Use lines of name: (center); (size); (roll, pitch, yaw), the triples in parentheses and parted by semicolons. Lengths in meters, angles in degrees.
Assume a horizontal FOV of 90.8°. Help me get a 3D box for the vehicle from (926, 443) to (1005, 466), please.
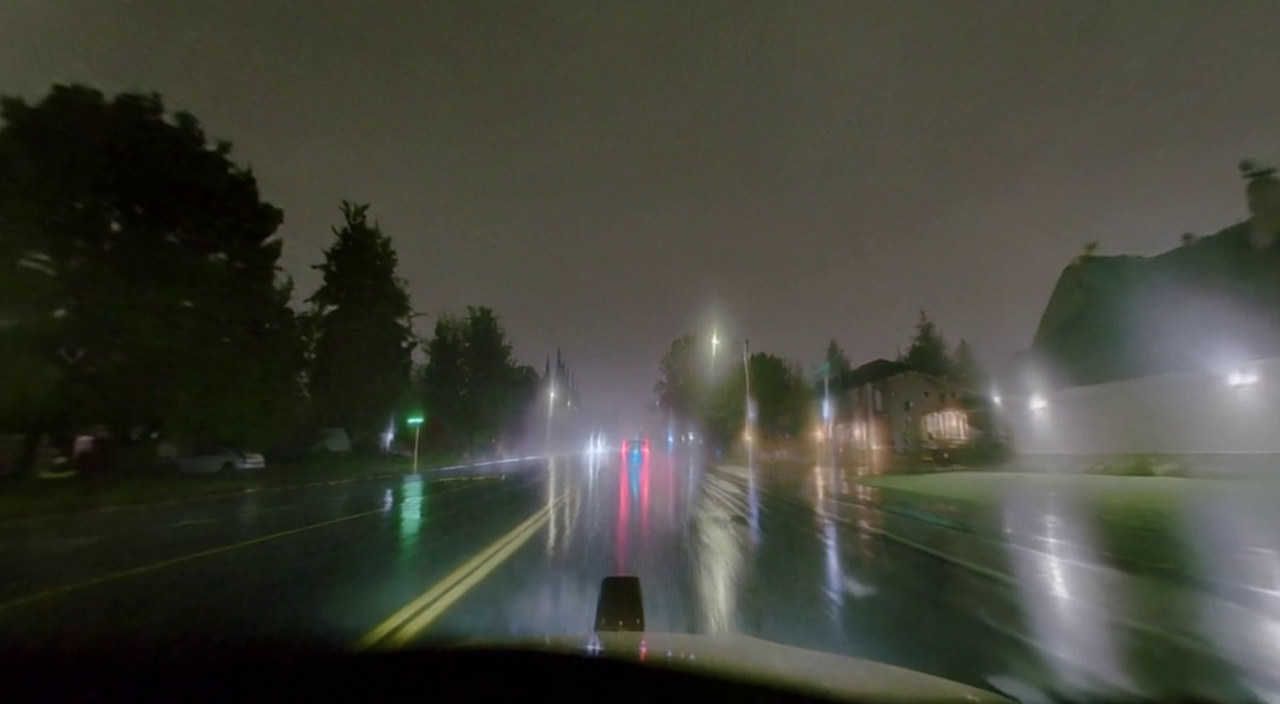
vehicle: (22.193, 6.968, 43.167); (4.218, 1.505, 2.169); (1, -9, -8)

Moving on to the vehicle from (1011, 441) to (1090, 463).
vehicle: (28.591, 6.943, 44.050); (4.359, 1.479, 1.890); (1, -9, -7)

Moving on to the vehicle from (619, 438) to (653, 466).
vehicle: (-0.253, 6.835, 43.469); (2.230, 1.827, 4.298); (0, -8, 0)

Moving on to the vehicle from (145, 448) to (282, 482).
vehicle: (-19.879, 5.245, 29.600); (4.818, 1.506, 2.289); (-1, -8, 4)

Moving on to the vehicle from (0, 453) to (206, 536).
vehicle: (-12.279, 3.025, 14.048); (2.090, 1.478, 4.376); (0, -8, 0)
